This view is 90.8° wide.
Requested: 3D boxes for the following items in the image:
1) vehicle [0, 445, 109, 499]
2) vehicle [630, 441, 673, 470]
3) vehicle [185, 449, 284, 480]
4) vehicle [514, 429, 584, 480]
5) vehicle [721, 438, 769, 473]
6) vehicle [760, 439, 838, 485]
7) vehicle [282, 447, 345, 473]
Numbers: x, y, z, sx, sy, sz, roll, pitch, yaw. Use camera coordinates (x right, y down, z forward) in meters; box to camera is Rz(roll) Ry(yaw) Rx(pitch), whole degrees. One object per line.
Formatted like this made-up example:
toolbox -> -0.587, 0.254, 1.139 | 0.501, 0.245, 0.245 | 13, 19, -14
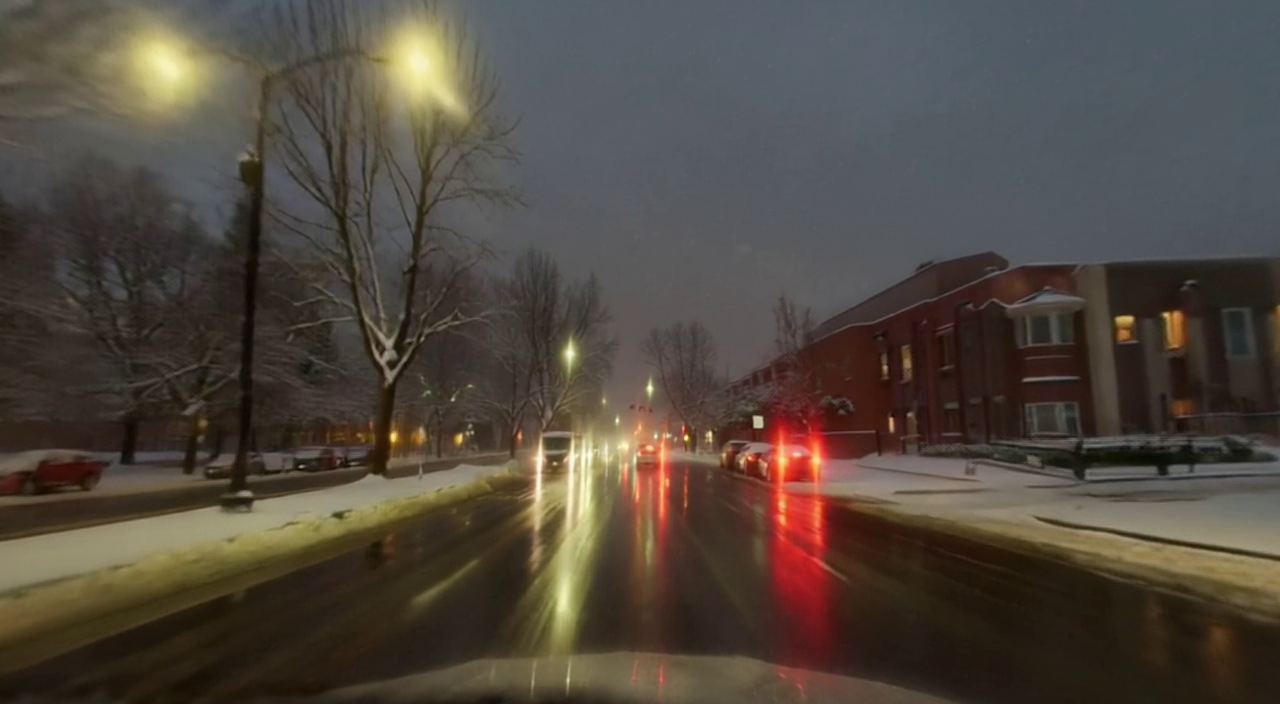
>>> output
vehicle -> -22.116, 4.251, 22.738 | 1.996, 1.767, 4.613 | 0, -9, -1
vehicle -> 0.609, 6.055, 37.190 | 2.201, 1.589, 3.843 | 0, -9, -4
vehicle -> -22.260, 6.188, 34.989 | 2.111, 1.554, 5.163 | 0, -9, -1
vehicle -> -3.736, 4.329, 26.876 | 2.223, 1.957, 4.845 | 0, -9, 0
vehicle -> 6.151, 6.123, 37.560 | 1.997, 1.943, 4.409 | 0, -9, -1
vehicle -> 6.464, 4.503, 26.189 | 2.164, 1.727, 3.955 | 0, -9, 0
vehicle -> -22.545, 7.456, 43.837 | 1.910, 1.632, 4.624 | 0, -9, 0
